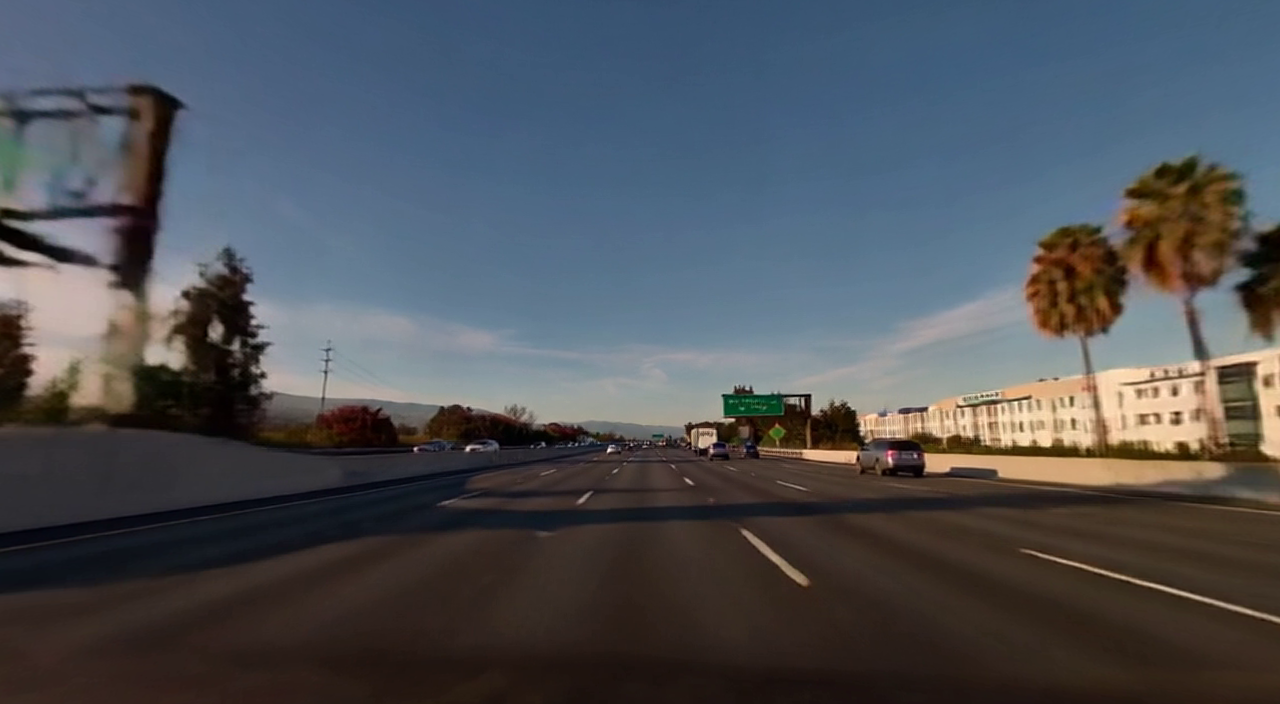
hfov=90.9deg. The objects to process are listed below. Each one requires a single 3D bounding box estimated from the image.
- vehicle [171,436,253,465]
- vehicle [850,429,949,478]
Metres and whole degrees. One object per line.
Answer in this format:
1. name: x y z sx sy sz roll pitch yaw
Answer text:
1. vehicle: -25.718 5.935 38.086 1.898 1.670 4.227 0 -8 1
2. vehicle: 10.887 4.301 26.921 2.168 1.861 4.678 0 -8 0
